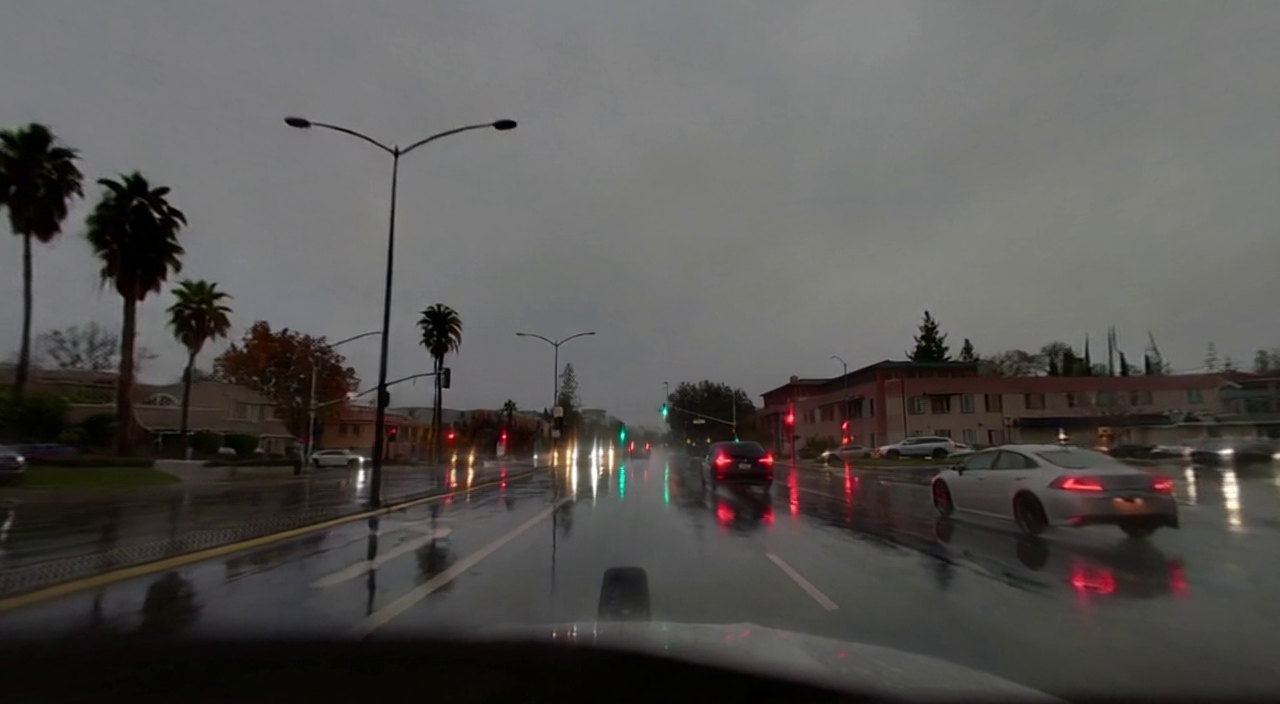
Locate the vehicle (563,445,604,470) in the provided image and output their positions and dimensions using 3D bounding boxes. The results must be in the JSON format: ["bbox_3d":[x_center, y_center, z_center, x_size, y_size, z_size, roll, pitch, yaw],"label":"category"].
[{"bbox_3d":[-3.574,6.739,40.372,2.037,1.472,4.152,0,-9,3],"label":"vehicle"}]

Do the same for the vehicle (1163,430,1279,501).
[{"bbox_3d":[17.850,3.094,17.456,4.747,1.807,2.251,0,-8,-3],"label":"vehicle"}]

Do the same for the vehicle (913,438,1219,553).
[{"bbox_3d":[6.529,2.208,10.512,1.890,1.471,4.566,0,-9,0],"label":"vehicle"}]

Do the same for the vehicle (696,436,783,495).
[{"bbox_3d":[2.977,3.506,19.834,2.009,1.639,4.267,0,-9,0],"label":"vehicle"}]
